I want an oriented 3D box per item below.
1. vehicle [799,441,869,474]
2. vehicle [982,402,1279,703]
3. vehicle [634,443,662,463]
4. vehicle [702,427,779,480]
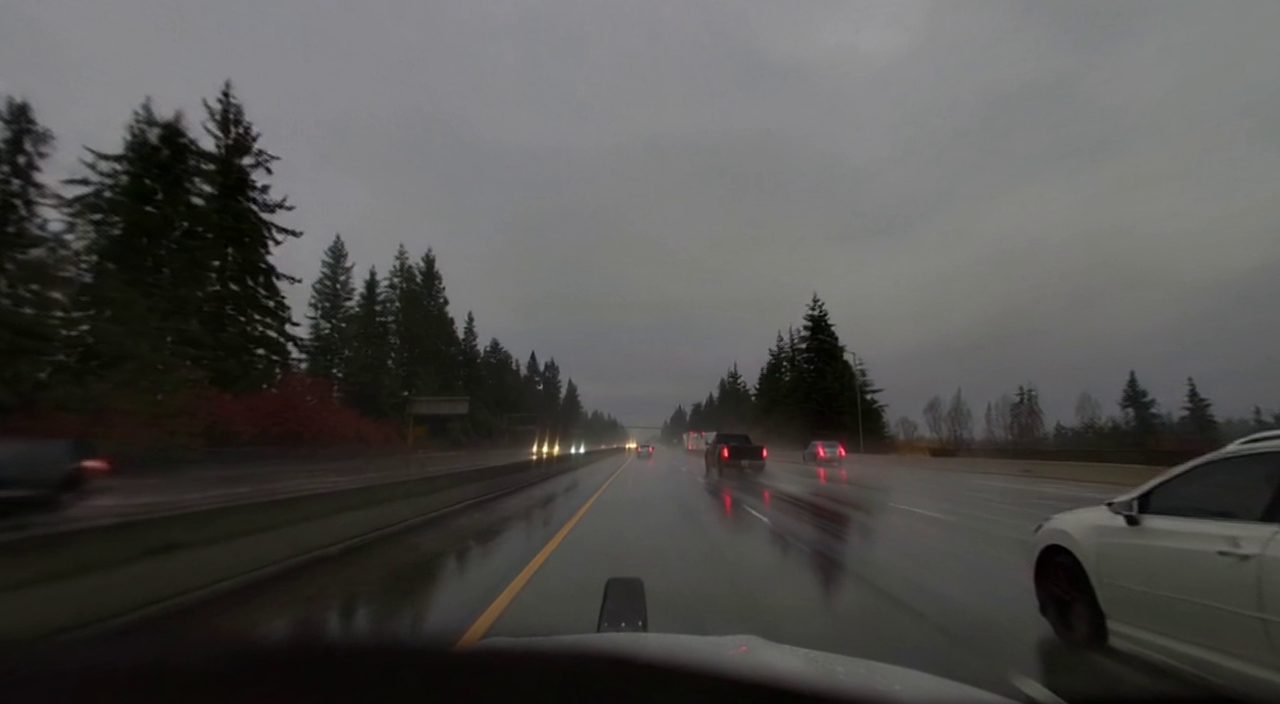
[{"bbox_3d":[9.425,5.160,30.923,2.002,1.500,4.715,-1,-9,1],"label":"vehicle"},{"bbox_3d":[3.393,0.860,2.019,1.904,1.453,4.789,-1,-9,0],"label":"vehicle"},{"bbox_3d":[0.613,7.846,48.939,2.052,1.472,4.295,-1,-9,0],"label":"vehicle"},{"bbox_3d":[3.916,4.123,25.637,2.206,1.902,5.460,-1,-9,0],"label":"vehicle"}]
